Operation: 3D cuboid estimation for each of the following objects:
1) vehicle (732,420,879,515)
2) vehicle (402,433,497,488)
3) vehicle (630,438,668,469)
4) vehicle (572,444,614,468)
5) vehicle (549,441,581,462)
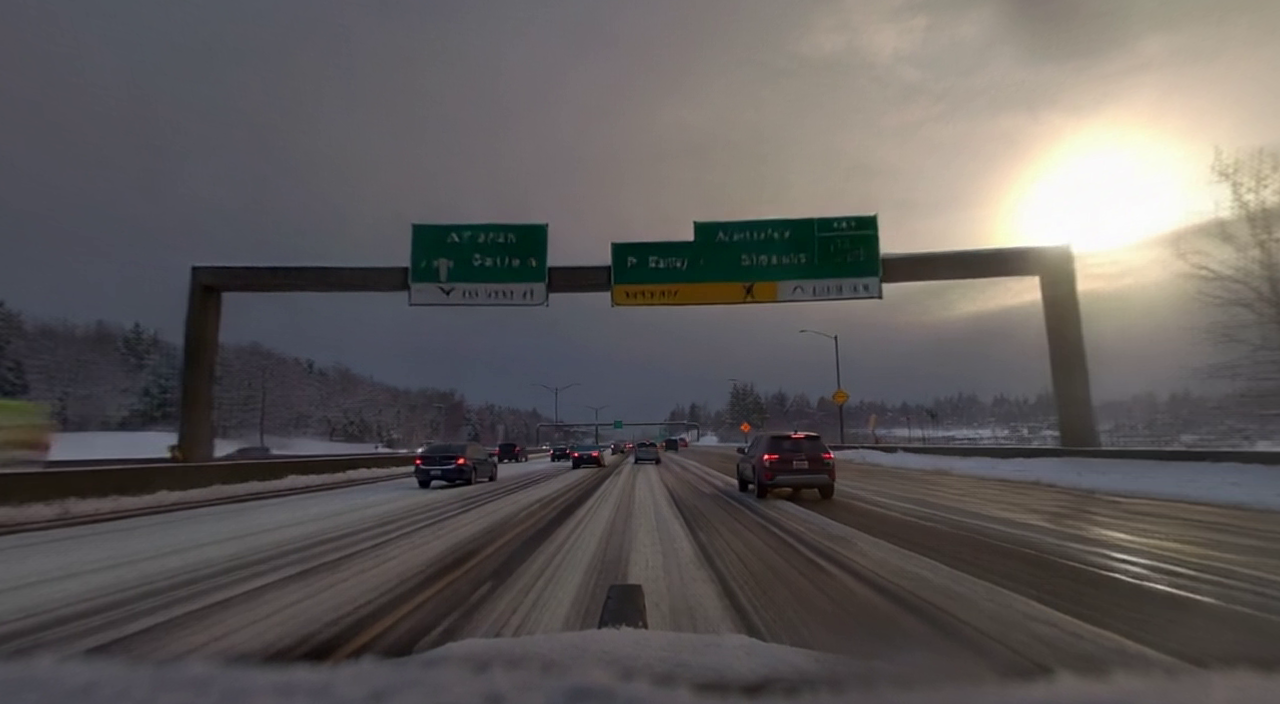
[{"bbox_3d":[3.565,2.586,14.644,2.083,1.823,4.627,0,-8,-1],"label":"vehicle"},{"bbox_3d":[-6.465,3.708,21.882,1.946,1.688,4.019,0,-8,1],"label":"vehicle"},{"bbox_3d":[0.542,5.947,37.165,2.133,1.739,3.925,0,-8,1],"label":"vehicle"},{"bbox_3d":[-2.857,6.506,39.617,2.205,1.406,4.286,0,-8,1],"label":"vehicle"},{"bbox_3d":[-5.896,7.883,49.998,1.992,1.604,3.966,0,-8,0],"label":"vehicle"}]
